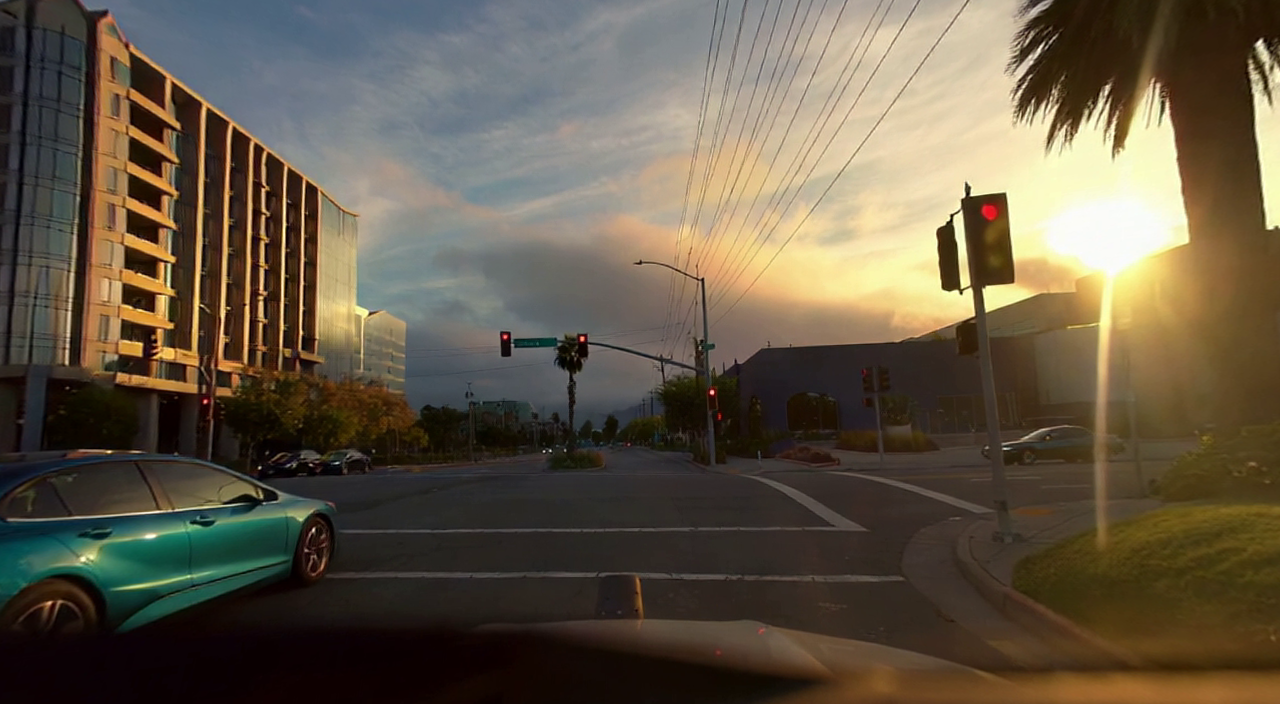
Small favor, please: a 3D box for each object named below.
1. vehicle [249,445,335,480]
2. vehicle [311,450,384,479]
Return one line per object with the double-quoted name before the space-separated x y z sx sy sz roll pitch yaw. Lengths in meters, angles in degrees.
"vehicle" -19.094 6.060 34.839 2.017 1.739 4.569 0 -9 1
"vehicle" -15.367 5.918 33.306 1.875 1.389 3.784 0 -9 3
